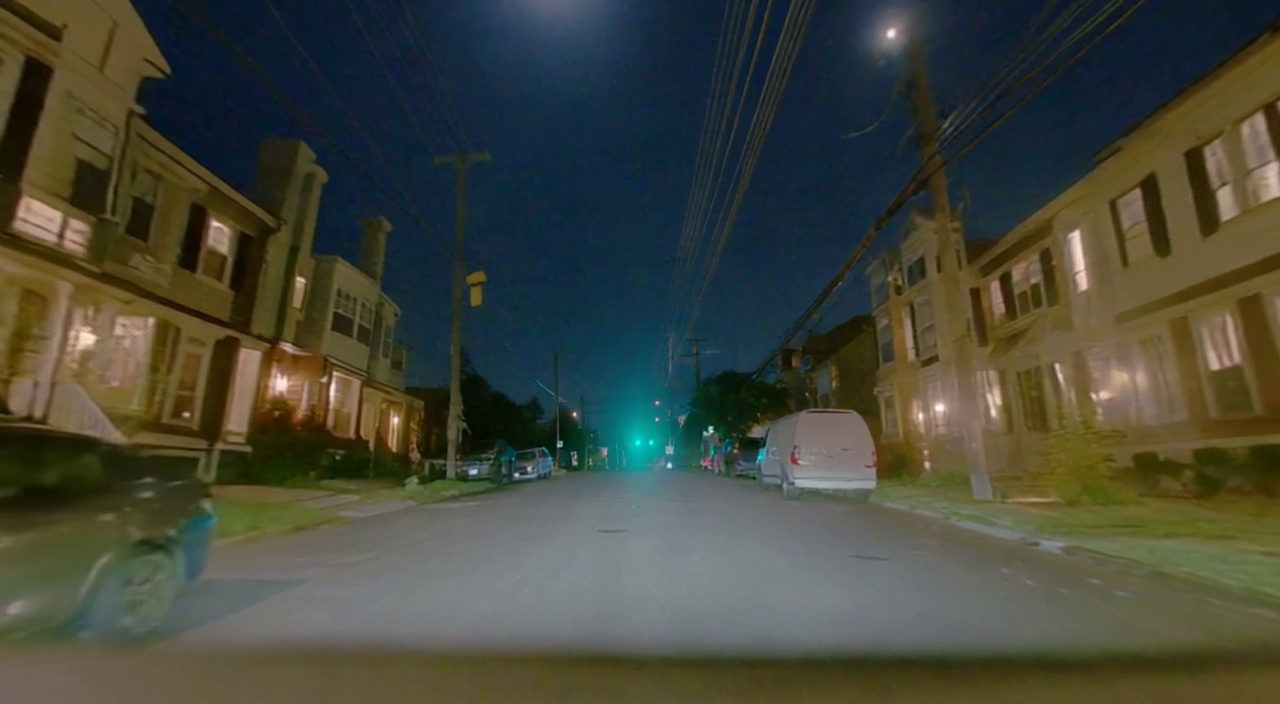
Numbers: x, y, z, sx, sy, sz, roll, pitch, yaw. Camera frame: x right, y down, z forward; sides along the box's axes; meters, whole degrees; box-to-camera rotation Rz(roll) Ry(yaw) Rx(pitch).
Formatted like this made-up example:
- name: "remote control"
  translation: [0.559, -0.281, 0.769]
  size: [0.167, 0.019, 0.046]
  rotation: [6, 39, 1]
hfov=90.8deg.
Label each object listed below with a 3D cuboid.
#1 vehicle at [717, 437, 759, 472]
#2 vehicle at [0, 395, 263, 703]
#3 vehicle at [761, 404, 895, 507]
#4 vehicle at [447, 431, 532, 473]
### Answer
- name: "vehicle"
  translation: [5.344, 5.627, 34.993]
  size: [1.961, 1.777, 4.189]
  rotation: [0, -8, 4]
- name: "vehicle"
  translation: [-3.972, 0.933, 2.620]
  size: [1.960, 1.507, 4.542]
  rotation: [-1, -6, 1]
- name: "vehicle"
  translation: [4.581, 2.573, 16.180]
  size: [2.343, 2.229, 4.199]
  rotation: [0, -8, 3]
- name: "vehicle"
  translation: [-7.514, 5.000, 31.794]
  size: [3.684, 1.628, 1.792]
  rotation: [5, -5, 3]
